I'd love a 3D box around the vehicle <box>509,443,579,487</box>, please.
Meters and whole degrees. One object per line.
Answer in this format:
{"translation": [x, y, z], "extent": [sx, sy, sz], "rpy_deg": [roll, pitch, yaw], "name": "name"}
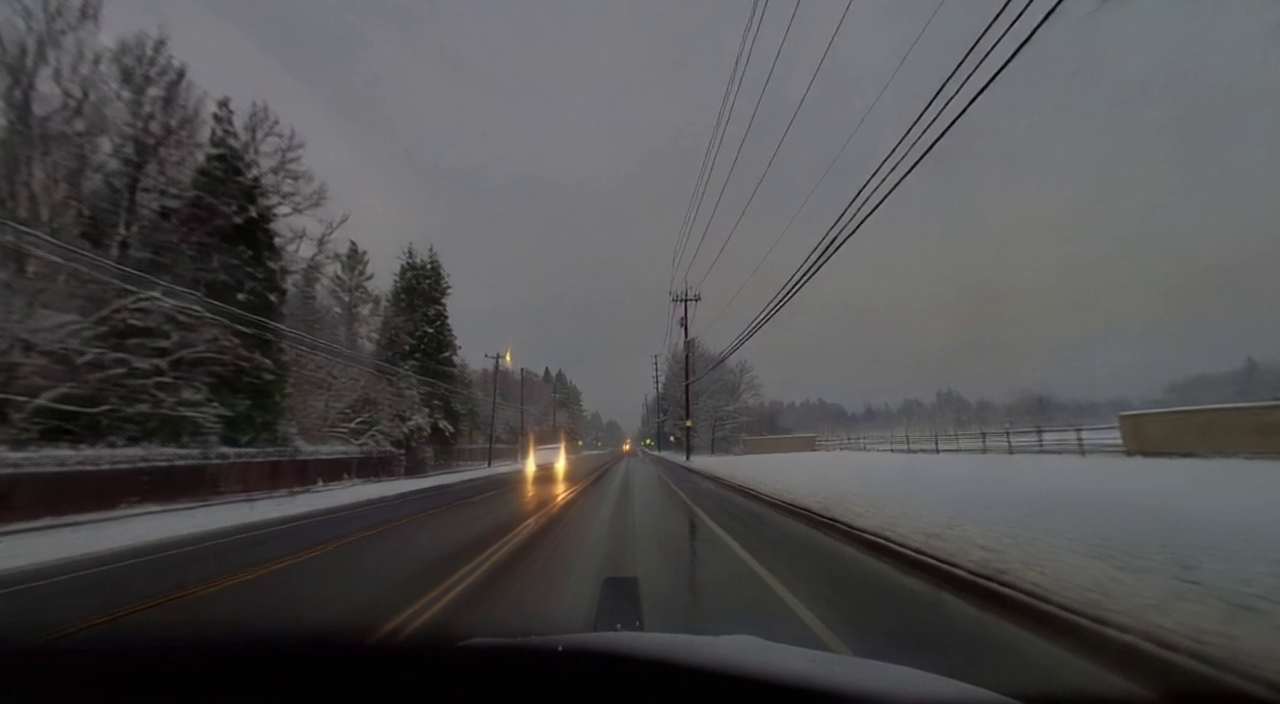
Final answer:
{"translation": [-3.783, 4.551, 25.776], "extent": [2.086, 1.608, 4.649], "rpy_deg": [0, -9, 1], "name": "vehicle"}
